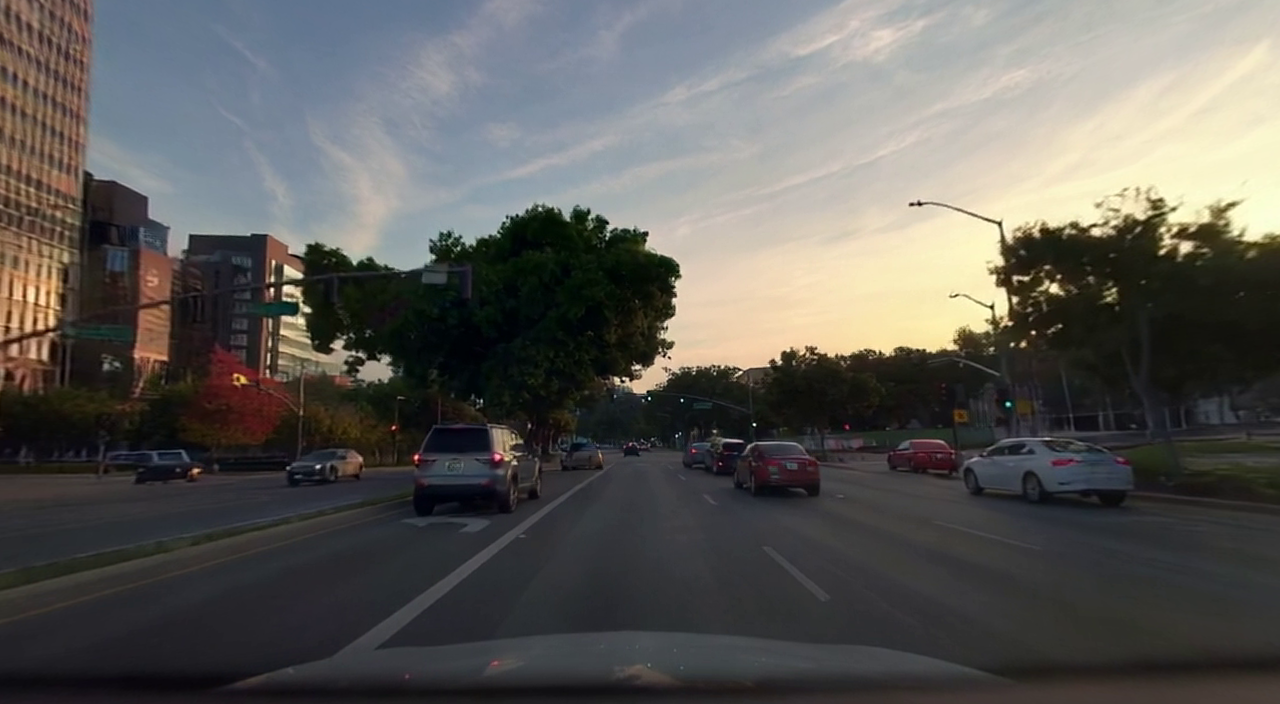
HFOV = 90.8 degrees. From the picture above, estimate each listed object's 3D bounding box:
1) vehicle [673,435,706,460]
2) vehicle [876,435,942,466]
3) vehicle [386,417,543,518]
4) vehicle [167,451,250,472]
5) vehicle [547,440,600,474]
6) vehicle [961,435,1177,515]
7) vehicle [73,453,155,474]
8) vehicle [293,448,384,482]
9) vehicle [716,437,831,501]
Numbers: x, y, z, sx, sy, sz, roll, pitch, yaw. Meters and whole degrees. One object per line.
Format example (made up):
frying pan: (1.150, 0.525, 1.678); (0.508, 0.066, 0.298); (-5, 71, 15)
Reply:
vehicle: (3.646, 7.151, 47.354); (2.090, 1.737, 4.299); (0, -8, -1)
vehicle: (15.246, 5.519, 35.675); (2.173, 1.614, 4.335); (-7, -11, 39)
vehicle: (-3.498, 2.393, 13.517); (2.155, 1.797, 3.989); (-1, -8, 1)
vehicle: (-32.060, 8.155, 47.012); (4.768, 1.481, 1.949); (-1, -8, 1)
vehicle: (-3.009, 4.889, 29.636); (2.032, 1.442, 4.336); (0, -8, 0)
vehicle: (9.177, 2.643, 14.065); (1.884, 1.478, 4.164); (0, -8, 0)
vehicle: (-39.206, 8.308, 47.164); (4.409, 1.447, 1.821); (0, -8, -1)
vehicle: (-14.396, 5.380, 30.475); (1.919, 1.475, 4.467); (-1, -8, 4)
vehicle: (3.450, 3.120, 17.305); (2.054, 1.473, 4.511); (0, -8, -2)
